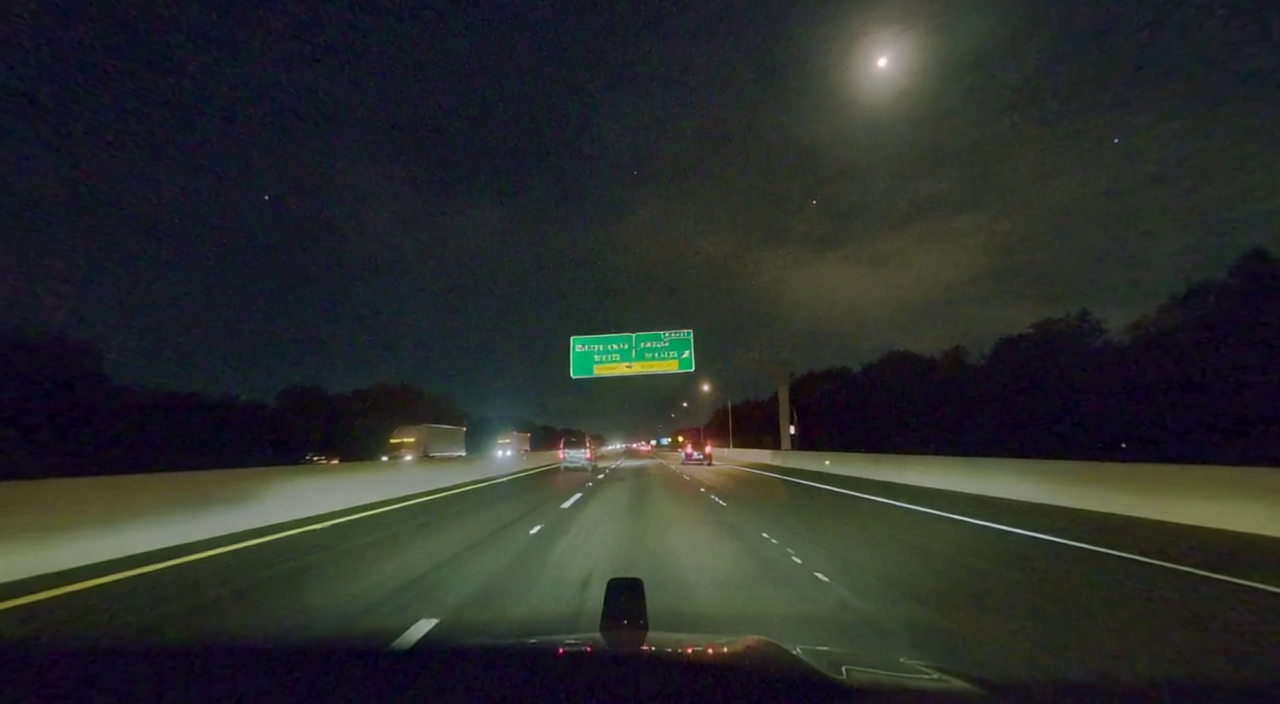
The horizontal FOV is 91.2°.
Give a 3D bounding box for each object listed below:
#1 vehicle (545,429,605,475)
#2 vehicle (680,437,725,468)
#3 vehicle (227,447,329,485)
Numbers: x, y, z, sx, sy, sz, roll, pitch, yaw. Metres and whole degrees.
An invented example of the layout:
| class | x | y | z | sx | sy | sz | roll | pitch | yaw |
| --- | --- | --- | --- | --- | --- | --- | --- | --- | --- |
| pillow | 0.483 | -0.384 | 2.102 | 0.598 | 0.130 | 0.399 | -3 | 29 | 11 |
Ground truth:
| class | x | y | z | sx | sy | sz | roll | pitch | yaw |
| --- | --- | --- | --- | --- | --- | --- | --- | --- | --- |
| vehicle | -3.088 | 4.878 | 30.849 | 2.291 | 2.052 | 4.887 | 0 | -9 | 1 |
| vehicle | 3.557 | 5.807 | 36.470 | 2.202 | 1.682 | 4.188 | 0 | -8 | 0 |
| vehicle | -16.555 | 5.205 | 28.987 | 1.945 | 1.581 | 4.530 | 0 | -9 | 1 |
